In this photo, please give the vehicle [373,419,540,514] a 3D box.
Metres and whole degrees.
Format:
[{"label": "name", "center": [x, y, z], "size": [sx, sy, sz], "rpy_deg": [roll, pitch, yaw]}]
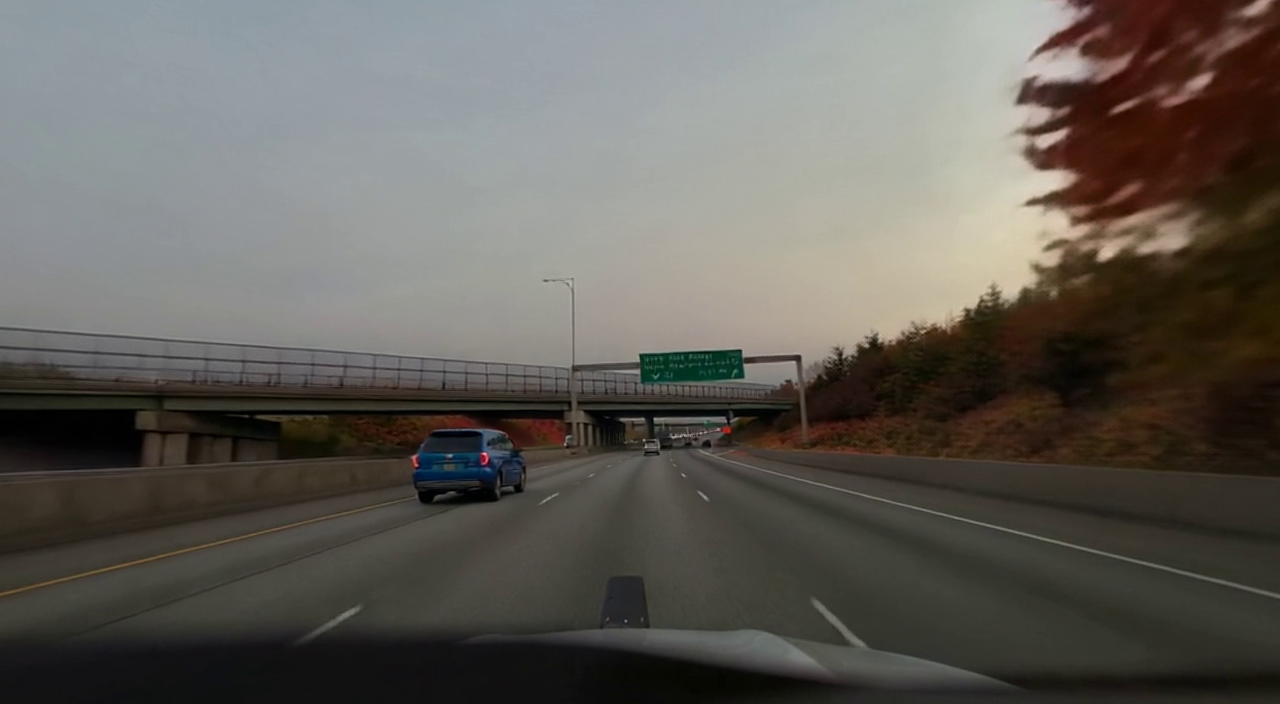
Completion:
[{"label": "vehicle", "center": [-3.684, 2.397, 13.675], "size": [2.177, 1.707, 4.432], "rpy_deg": [0, -8, 2]}]
